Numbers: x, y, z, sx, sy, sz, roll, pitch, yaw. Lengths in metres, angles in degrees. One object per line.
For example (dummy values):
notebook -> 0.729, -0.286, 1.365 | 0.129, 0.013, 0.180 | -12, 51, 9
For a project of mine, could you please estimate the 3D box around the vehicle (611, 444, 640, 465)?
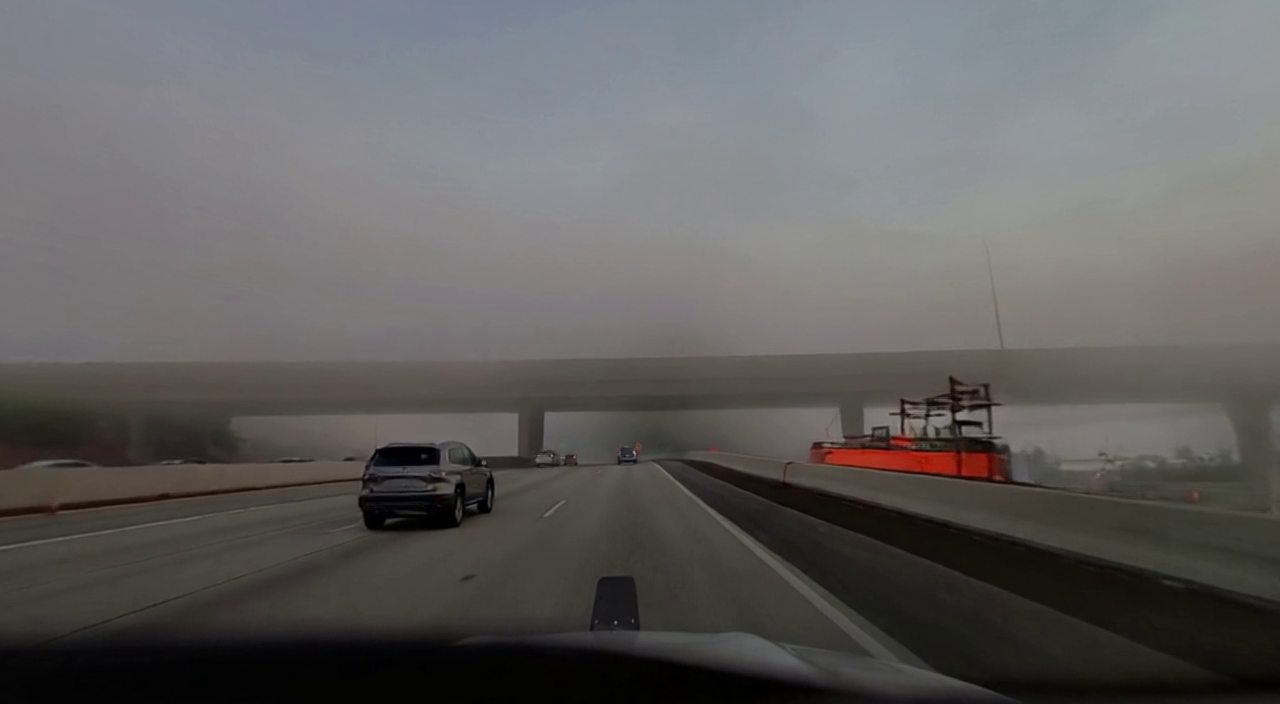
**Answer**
vehicle -> -1.103, 7.678, 47.495 | 2.051, 1.459, 4.092 | 0, -8, -2

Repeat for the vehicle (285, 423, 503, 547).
vehicle -> -3.795, 2.116, 10.705 | 2.024, 1.655, 4.192 | 0, -9, -1

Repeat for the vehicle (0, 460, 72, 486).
vehicle -> -46.925, 9.213, 48.497 | 2.100, 1.768, 4.945 | 0, -8, -2
